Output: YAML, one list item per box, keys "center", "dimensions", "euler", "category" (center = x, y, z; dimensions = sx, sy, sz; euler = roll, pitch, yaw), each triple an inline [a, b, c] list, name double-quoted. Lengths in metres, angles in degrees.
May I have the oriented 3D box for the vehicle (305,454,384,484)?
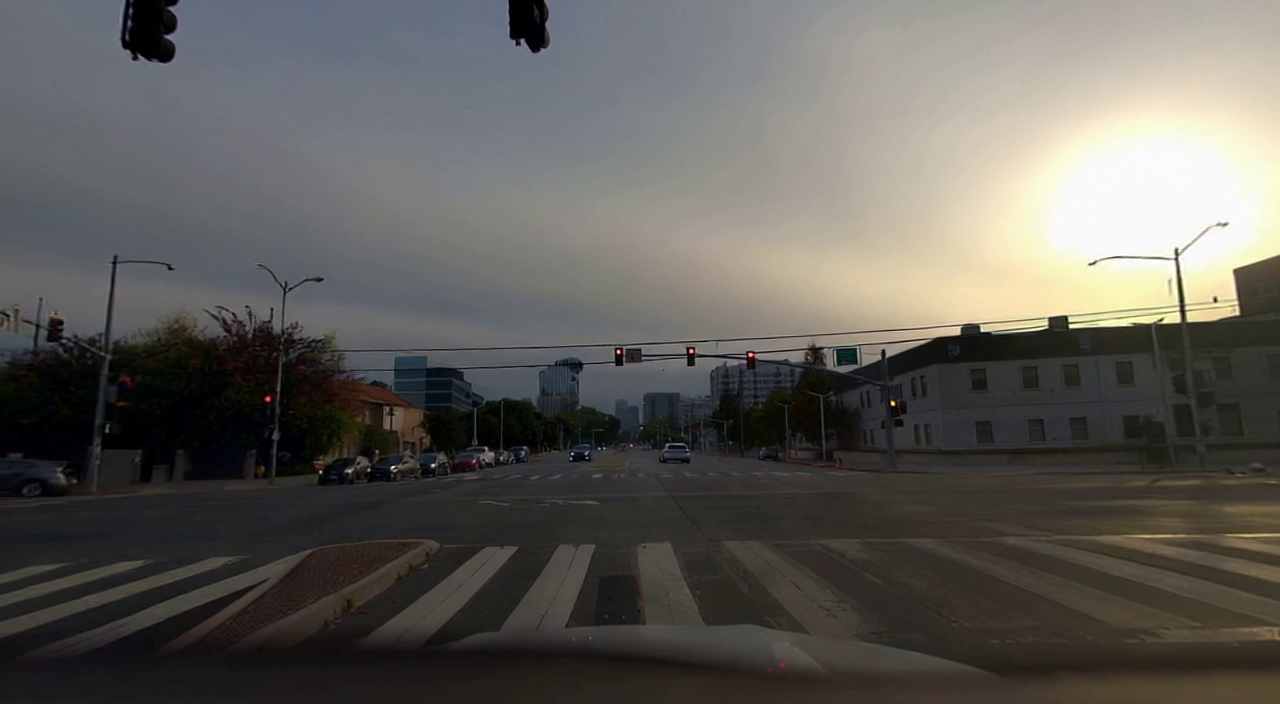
- center: [-16.095, 6.369, 34.500]
  dimensions: [2.055, 1.506, 4.663]
  euler: [0, -9, 0]
  category: "vehicle"

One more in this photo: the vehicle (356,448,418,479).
- center: [-16.185, 7.106, 40.447]
  dimensions: [1.960, 1.819, 5.018]
  euler: [0, -9, -1]
  category: "vehicle"
